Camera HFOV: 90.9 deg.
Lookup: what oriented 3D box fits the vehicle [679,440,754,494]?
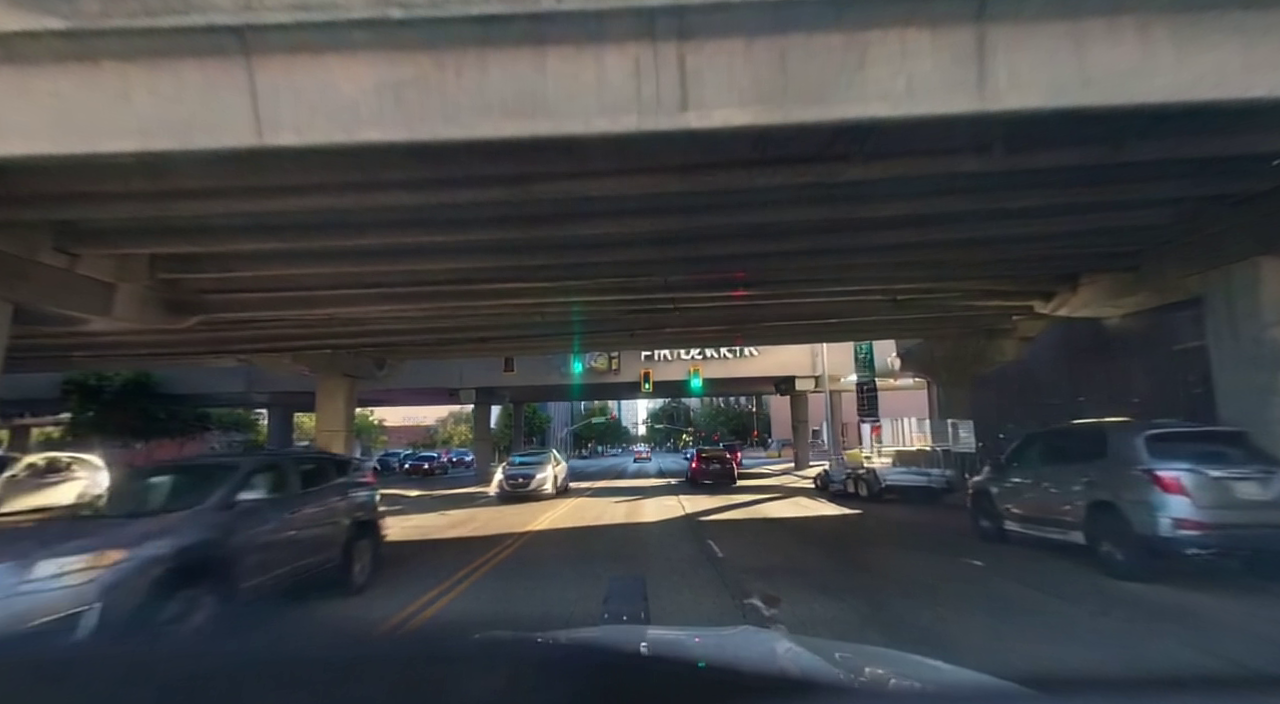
[{"bbox_3d":[2.399,3.727,20.823,1.947,1.576,3.825,0,-8,0],"label":"vehicle"}]

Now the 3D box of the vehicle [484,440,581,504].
[{"bbox_3d":[-3.020,3.468,18.678,2.076,1.653,4.152,-1,-8,1],"label":"vehicle"}]

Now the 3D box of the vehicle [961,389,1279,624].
[{"bbox_3d":[6.277,1.669,7.805,2.284,2.048,4.379,-1,-8,1],"label":"vehicle"}]

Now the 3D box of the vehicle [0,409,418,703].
[{"bbox_3d":[-3.514,1.359,4.842,2.137,1.586,4.201,0,-8,-1],"label":"vehicle"}]
